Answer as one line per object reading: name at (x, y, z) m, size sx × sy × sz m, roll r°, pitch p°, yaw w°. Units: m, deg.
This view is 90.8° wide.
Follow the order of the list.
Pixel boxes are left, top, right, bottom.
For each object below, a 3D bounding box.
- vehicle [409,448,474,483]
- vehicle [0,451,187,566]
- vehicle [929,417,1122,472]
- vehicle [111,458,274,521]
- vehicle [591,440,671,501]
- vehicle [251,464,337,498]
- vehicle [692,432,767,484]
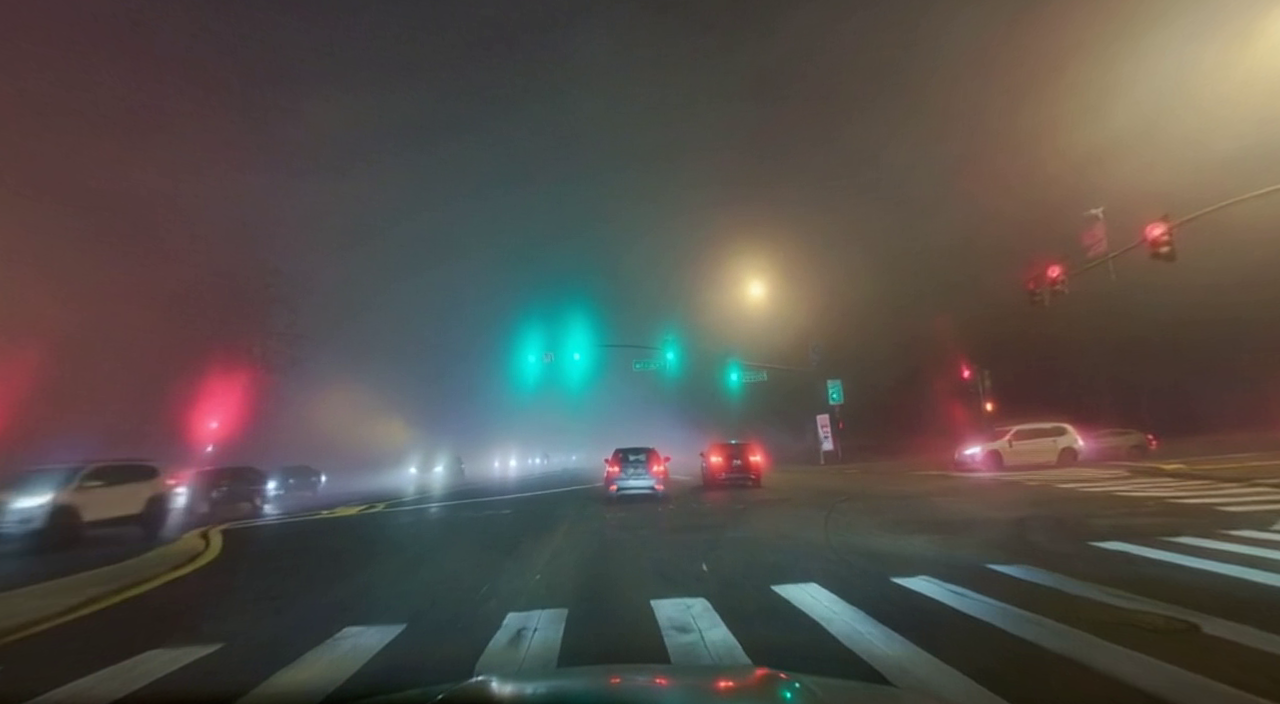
vehicle at (-11.035, 6.304, 35.456) m, size 2.102 × 1.758 × 4.532 m, roll 0°, pitch -8°, yaw 1°
vehicle at (-11.291, 2.783, 11.823) m, size 2.078 × 1.795 × 4.636 m, roll 0°, pitch -8°, yaw 1°
vehicle at (15.185, 3.718, 25.350) m, size 6.013 × 2.030 × 2.461 m, roll -2°, pitch -9°, yaw 12°
vehicle at (-14.625, 4.474, 21.052) m, size 2.135 × 1.741 × 4.371 m, roll 0°, pitch -8°, yaw 1°
vehicle at (-0.251, 3.294, 18.001) m, size 2.034 × 1.500 × 3.966 m, roll 0°, pitch -8°, yaw -1°
vehicle at (-17.183, 6.406, 31.639) m, size 1.957 × 1.444 × 4.306 m, roll 0°, pitch -8°, yaw -1°
vehicle at (3.291, 4.006, 24.244) m, size 2.107 × 1.773 × 4.557 m, roll 0°, pitch -8°, yaw -1°
